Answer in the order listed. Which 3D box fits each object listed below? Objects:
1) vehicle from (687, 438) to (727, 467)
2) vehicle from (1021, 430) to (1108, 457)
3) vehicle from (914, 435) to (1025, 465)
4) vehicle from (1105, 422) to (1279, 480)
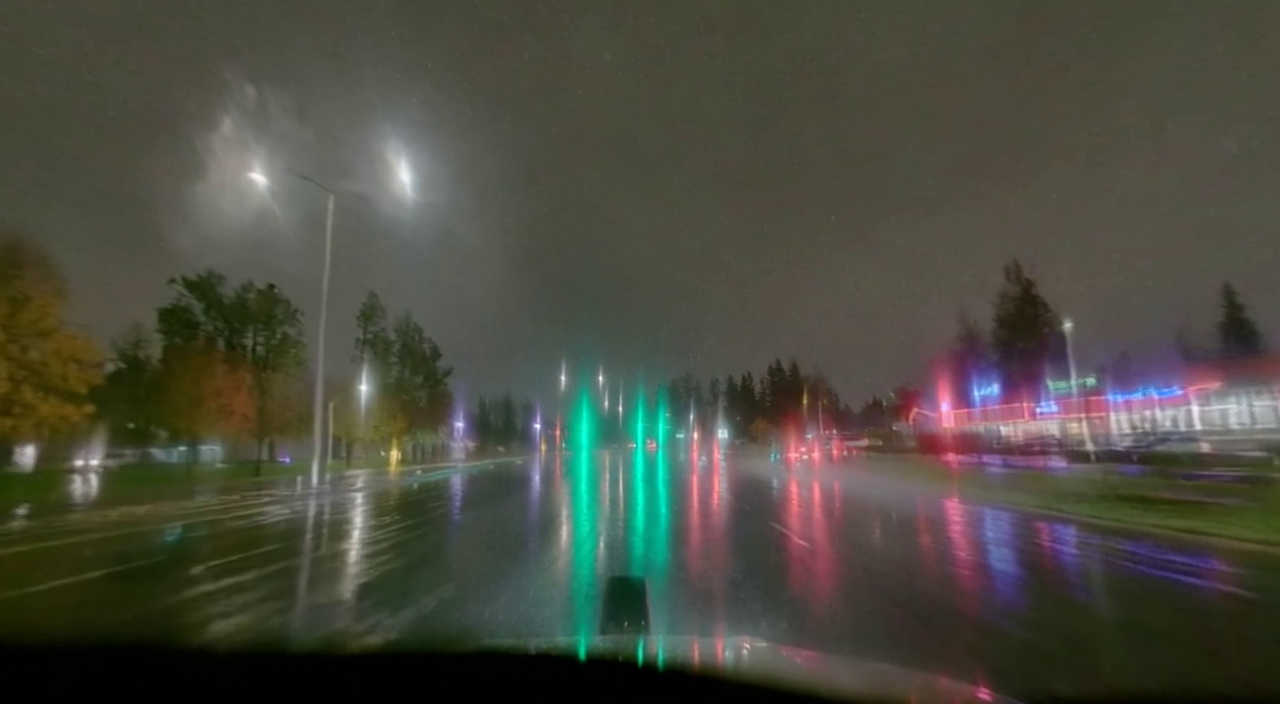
[{"bbox_3d":[4.202,6.387,40.203,2.007,1.683,4.171,0,-8,-1],"label":"vehicle"},{"bbox_3d":[30.467,6.610,45.340,2.038,1.770,4.755,7,-12,-42],"label":"vehicle"},{"bbox_3d":[17.100,5.135,32.873,4.685,1.478,1.849,-1,-9,2],"label":"vehicle"},{"bbox_3d":[17.619,3.075,19.661,4.386,1.701,2.121,-1,-8,4],"label":"vehicle"}]
